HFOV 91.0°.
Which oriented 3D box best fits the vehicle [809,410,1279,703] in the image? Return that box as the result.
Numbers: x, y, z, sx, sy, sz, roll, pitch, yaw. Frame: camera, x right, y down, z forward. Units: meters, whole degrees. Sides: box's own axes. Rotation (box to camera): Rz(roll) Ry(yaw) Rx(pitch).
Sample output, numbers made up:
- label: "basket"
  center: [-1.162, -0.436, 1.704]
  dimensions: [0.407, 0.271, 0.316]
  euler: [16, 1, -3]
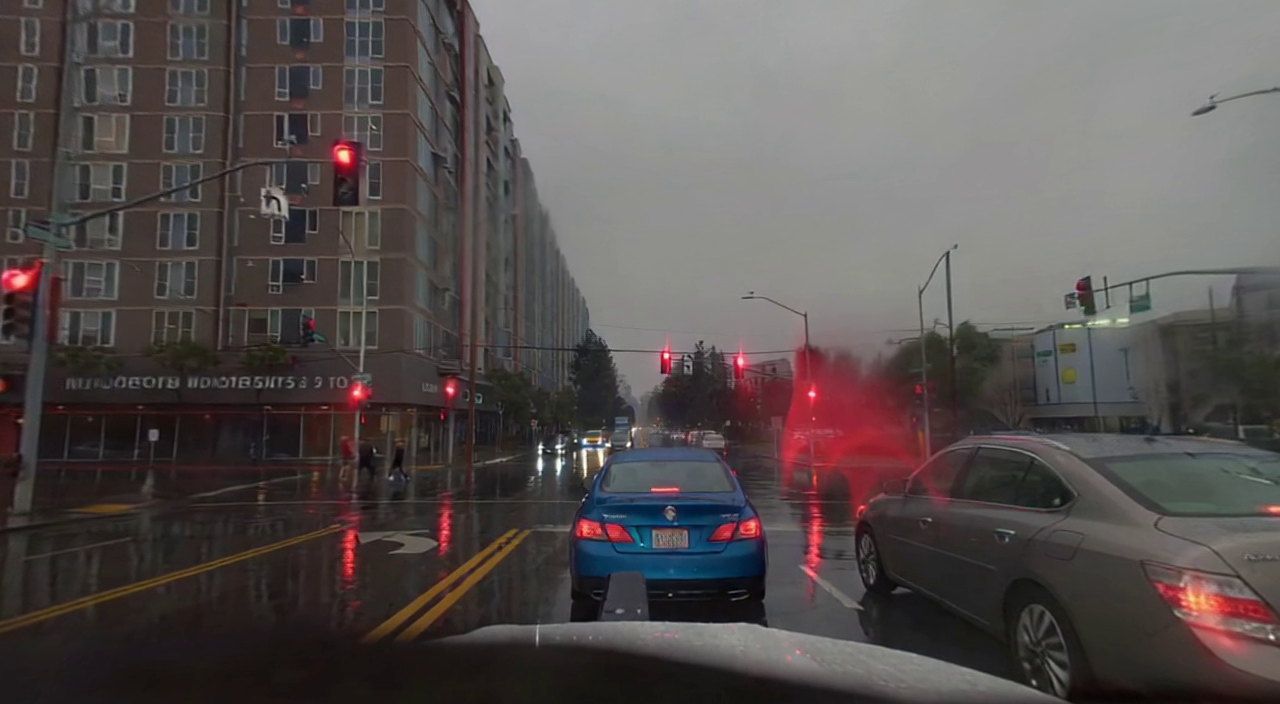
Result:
- label: "vehicle"
  center: [2.811, 1.292, 4.585]
  dimensions: [1.961, 1.498, 4.356]
  euler: [0, -8, 0]

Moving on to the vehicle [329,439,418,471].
- label: "vehicle"
  center: [-14.347, 5.544, 33.974]
  dimensions: [3.912, 1.596, 2.030]
  euler: [7, -11, -38]

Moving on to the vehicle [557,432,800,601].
- label: "vehicle"
  center: [0.275, 1.745, 7.625]
  dimensions: [2.132, 1.464, 4.089]
  euler: [0, -8, -2]
